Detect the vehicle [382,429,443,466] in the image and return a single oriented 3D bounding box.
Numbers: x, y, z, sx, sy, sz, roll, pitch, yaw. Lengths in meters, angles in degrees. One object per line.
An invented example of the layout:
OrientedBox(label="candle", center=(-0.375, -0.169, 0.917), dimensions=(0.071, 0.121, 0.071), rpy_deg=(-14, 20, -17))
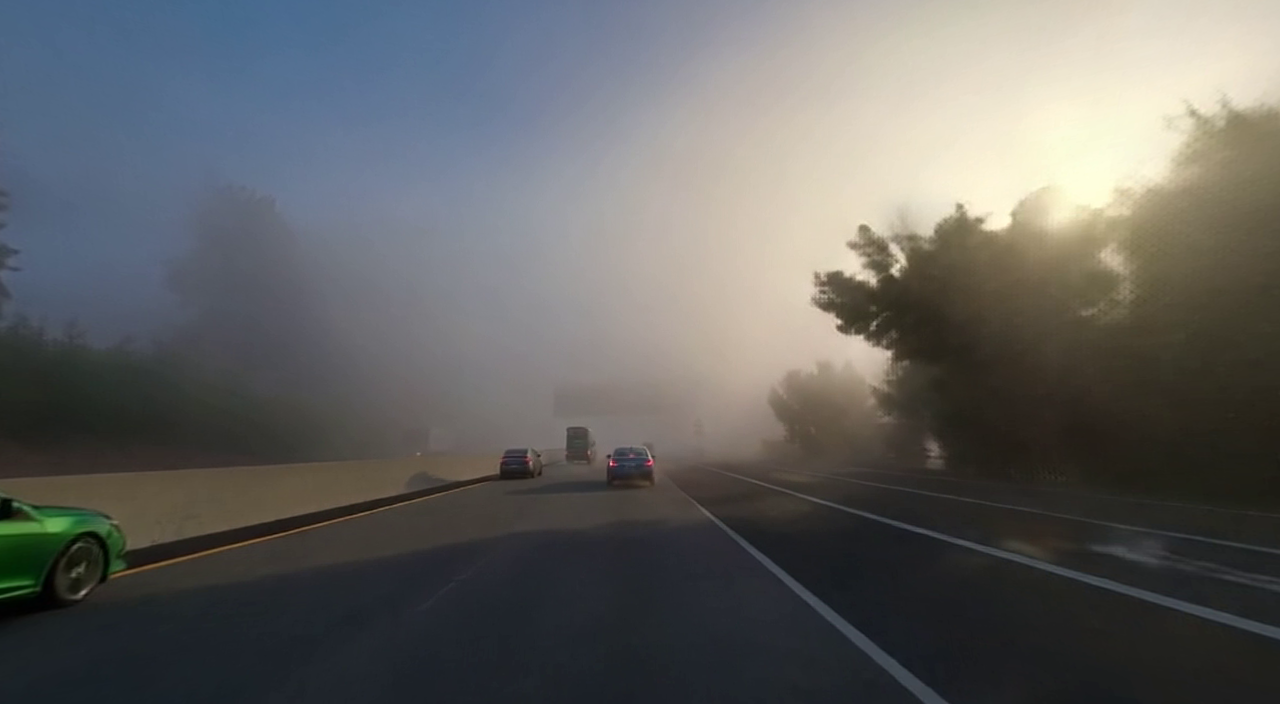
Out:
OrientedBox(label="vehicle", center=(-17.376, 7.378, 48.386), dimensions=(2.546, 2.647, 5.845), rpy_deg=(0, -9, 0))

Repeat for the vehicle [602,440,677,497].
OrientedBox(label="vehicle", center=(-0.034, 3.267, 17.959), dimensions=(1.940, 1.451, 3.512), rpy_deg=(0, -9, 0))

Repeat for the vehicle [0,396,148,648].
OrientedBox(label="vehicle", center=(-5.179, 0.968, 3.165), dimensions=(2.058, 1.626, 4.118), rpy_deg=(0, -9, -1))

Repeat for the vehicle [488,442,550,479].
OrientedBox(label="vehicle", center=(-5.205, 4.732, 27.568), dimensions=(1.892, 1.481, 4.180), rpy_deg=(0, -9, 0))

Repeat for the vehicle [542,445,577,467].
OrientedBox(label="vehicle", center=(-5.467, 7.114, 42.966), dimensions=(1.814, 1.417, 3.860), rpy_deg=(0, -9, 1))
